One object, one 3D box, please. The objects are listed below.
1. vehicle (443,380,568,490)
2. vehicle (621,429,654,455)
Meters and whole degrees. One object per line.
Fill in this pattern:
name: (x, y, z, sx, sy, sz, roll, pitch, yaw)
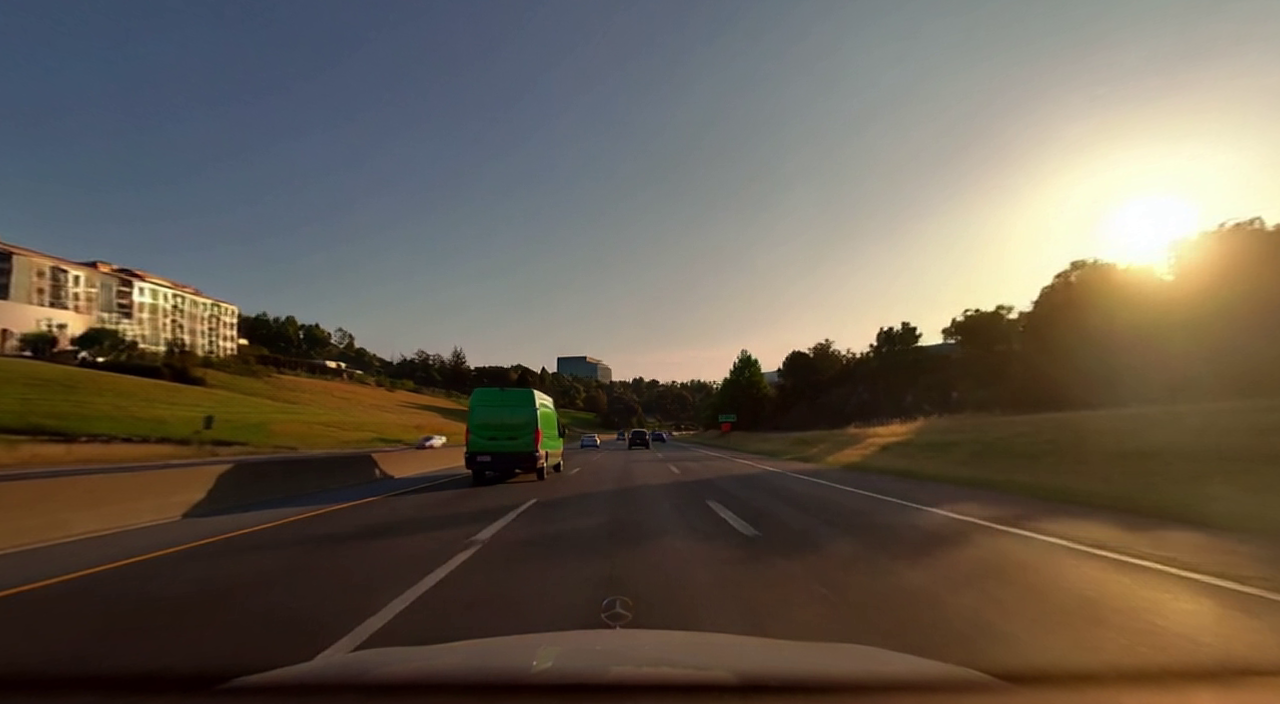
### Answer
vehicle: (-3.511, 2.353, 17.855, 2.424, 2.577, 5.828, 0, -8, -2)
vehicle: (-0.174, 6.082, 42.594, 2.104, 1.646, 4.176, 0, -8, -1)
